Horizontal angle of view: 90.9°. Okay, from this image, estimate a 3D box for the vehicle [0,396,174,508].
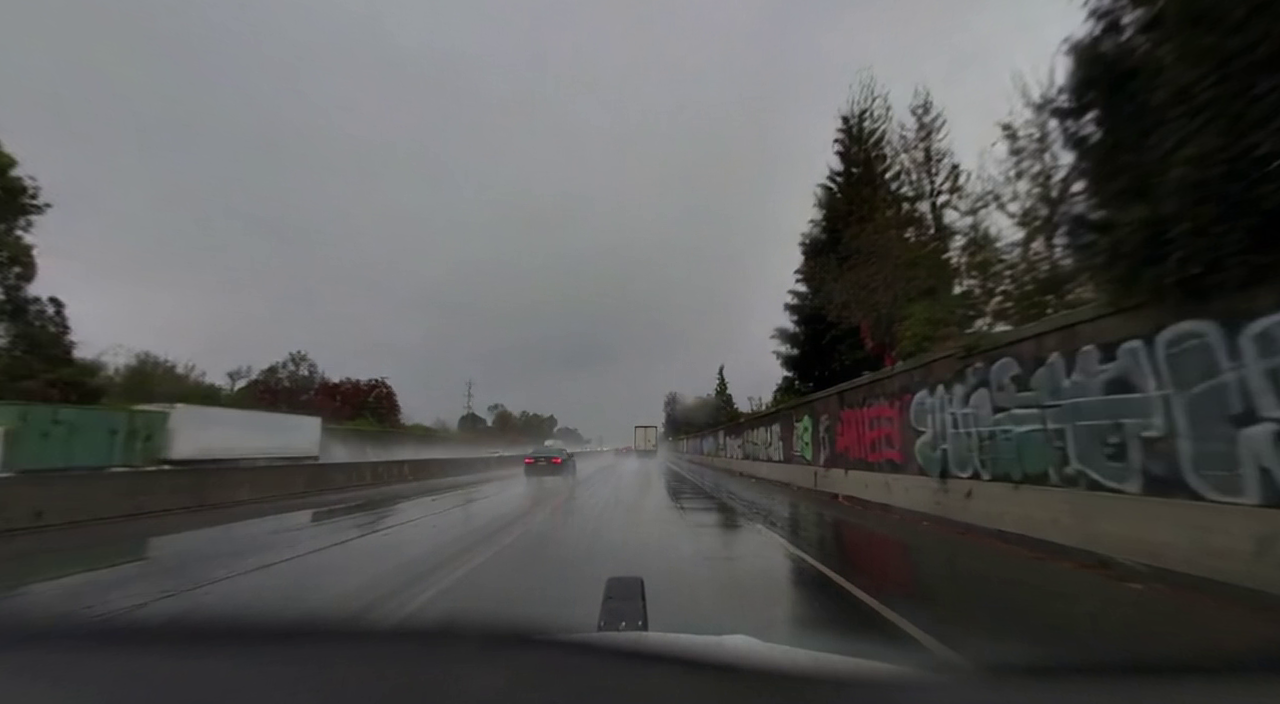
[{"bbox_3d":[-22.447,3.737,23.561,3.241,3.624,8.590,0,-9,1],"label":"vehicle"}]

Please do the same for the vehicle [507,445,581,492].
[{"bbox_3d":[-3.195,3.975,21.861,1.803,1.466,4.509,0,-9,1],"label":"vehicle"}]
